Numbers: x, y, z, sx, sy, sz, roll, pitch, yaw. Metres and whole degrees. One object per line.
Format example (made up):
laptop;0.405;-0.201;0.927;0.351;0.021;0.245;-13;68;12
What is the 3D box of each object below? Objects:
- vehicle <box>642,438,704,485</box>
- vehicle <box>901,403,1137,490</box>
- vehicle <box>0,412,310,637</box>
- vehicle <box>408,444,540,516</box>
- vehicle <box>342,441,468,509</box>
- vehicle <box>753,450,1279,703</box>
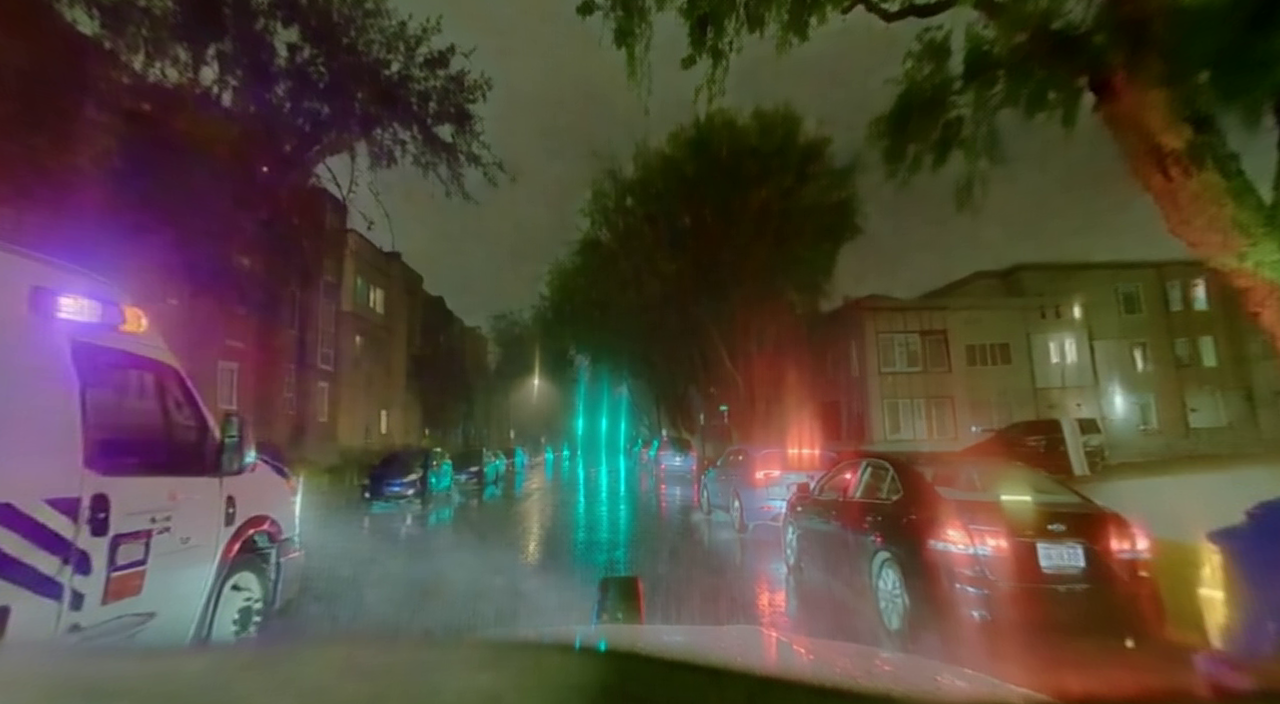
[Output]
vehicle;1.201;4.227;24.721;1.878;1.664;4.033;1;-8;-5
vehicle;9.124;2.336;15.517;4.416;1.784;1.929;-3;-10;-2
vehicle;-6.700;1.889;7.845;2.308;1.877;6.060;-4;-8;-3
vehicle;-3.866;3.037;15.604;1.966;1.515;4.394;0;-8;2
vehicle;-7.245;3.802;20.172;2.215;1.841;5.172;0;-8;-2
vehicle;2.306;1.510;5.244;1.720;1.333;4.233;1;-8;-3
